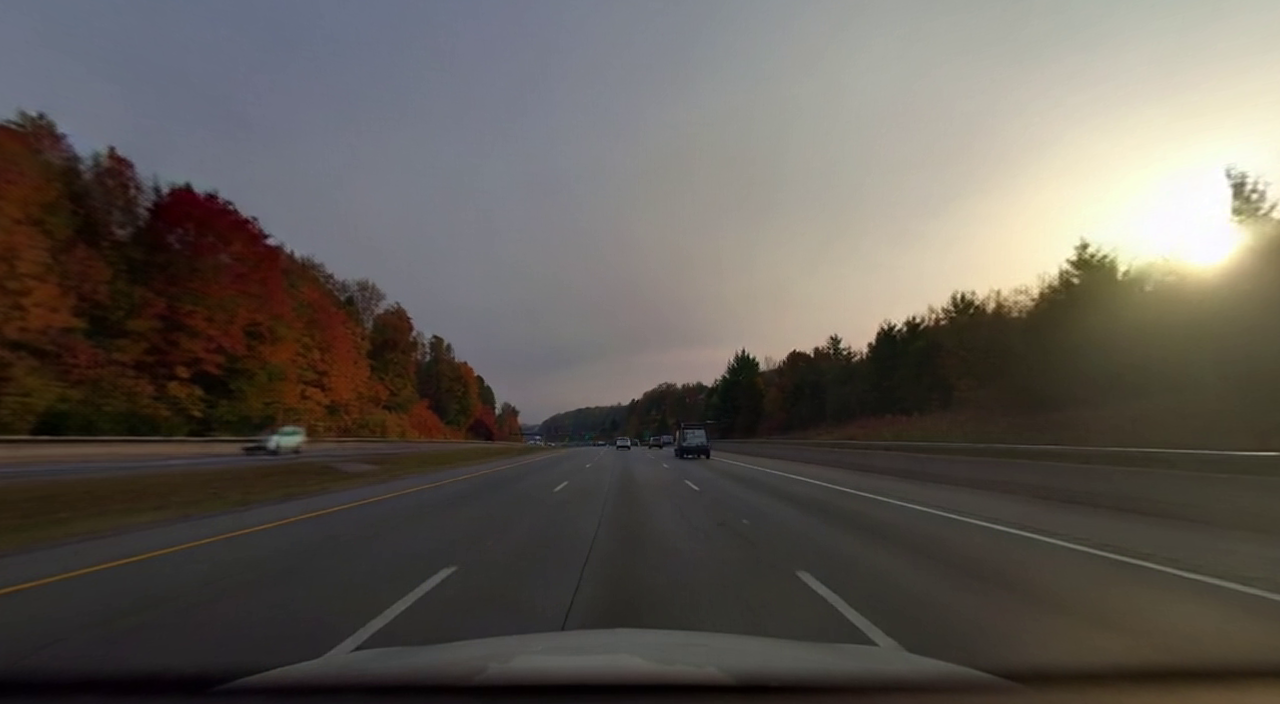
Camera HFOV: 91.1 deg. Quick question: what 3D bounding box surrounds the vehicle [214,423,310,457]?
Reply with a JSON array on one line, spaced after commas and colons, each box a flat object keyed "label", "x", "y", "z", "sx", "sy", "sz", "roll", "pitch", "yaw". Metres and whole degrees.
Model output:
[{"label": "vehicle", "x": -19.997, "y": 4.679, "z": 33.587, "sx": 1.934, "sy": 1.639, "sz": 5.343, "roll": 0, "pitch": -8, "yaw": -1}]

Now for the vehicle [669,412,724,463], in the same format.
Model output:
[{"label": "vehicle", "x": 3.009, "y": 4.771, "z": 35.095, "sx": 2.411, "sy": 2.614, "sz": 5.781, "roll": 0, "pitch": -8, "yaw": -1}]
